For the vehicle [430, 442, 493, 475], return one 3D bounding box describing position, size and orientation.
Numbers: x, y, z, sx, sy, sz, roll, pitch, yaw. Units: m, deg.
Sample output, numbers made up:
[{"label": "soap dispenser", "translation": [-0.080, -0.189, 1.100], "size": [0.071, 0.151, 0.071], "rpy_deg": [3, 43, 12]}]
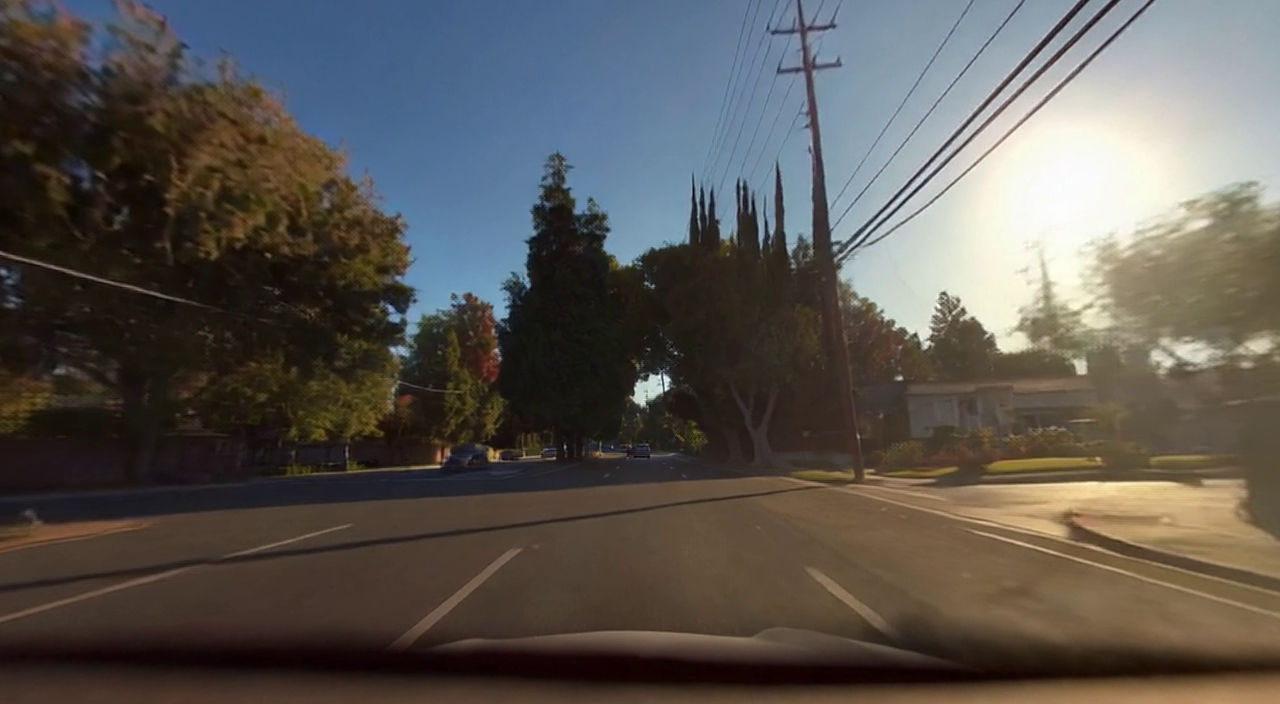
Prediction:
[{"label": "vehicle", "translation": [-9.814, 5.898, 34.942], "size": [2.111, 1.718, 4.465], "rpy_deg": [0, -9, 1]}]
